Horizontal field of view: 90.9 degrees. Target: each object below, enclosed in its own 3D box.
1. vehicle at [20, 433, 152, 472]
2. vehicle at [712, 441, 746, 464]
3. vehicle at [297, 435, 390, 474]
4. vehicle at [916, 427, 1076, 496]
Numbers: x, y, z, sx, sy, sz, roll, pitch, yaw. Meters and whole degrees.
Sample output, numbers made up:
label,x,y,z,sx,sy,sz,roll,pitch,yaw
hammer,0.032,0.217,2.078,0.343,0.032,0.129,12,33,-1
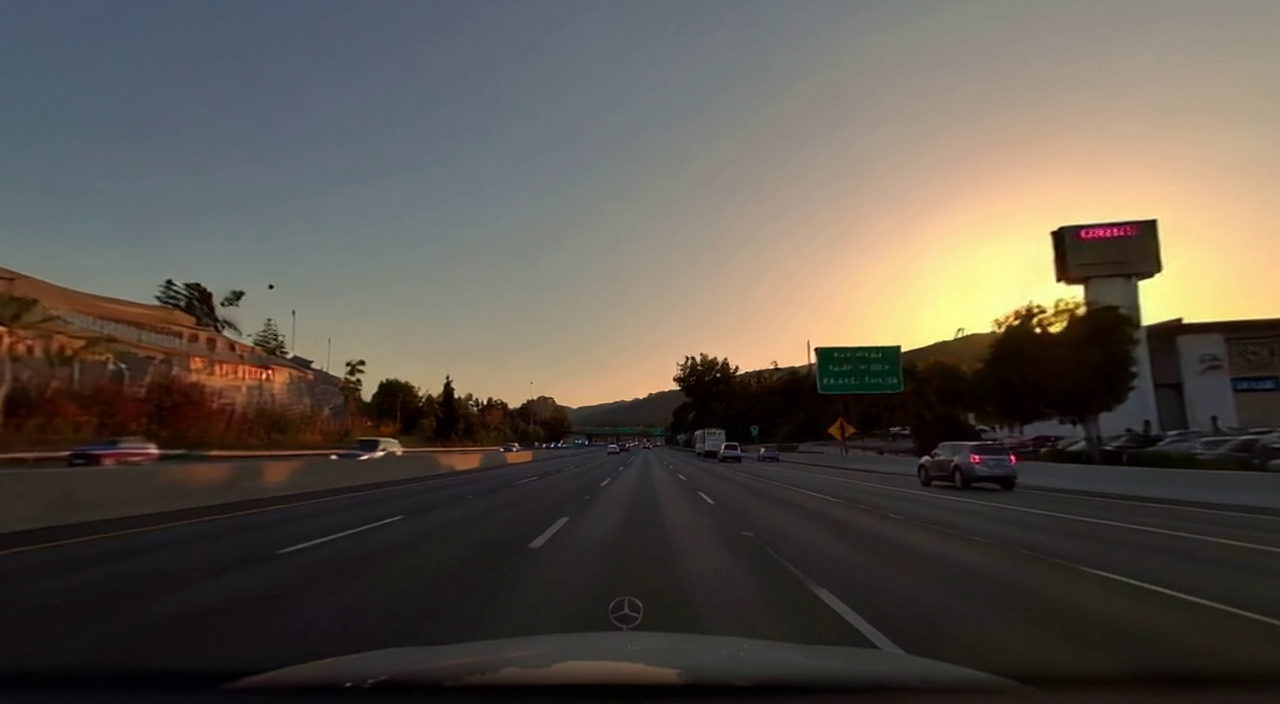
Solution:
label,x,y,z,sx,sy,sz,roll,pitch,yaw
vehicle,-25.843,4.687,29.683,1.949,1.676,4.578,0,-8,1
vehicle,6.996,7.951,49.971,2.064,1.681,4.287,0,-8,-1
vehicle,-12.518,4.349,26.930,1.827,1.495,4.213,0,-8,1
vehicle,10.778,3.329,19.625,2.168,1.861,4.678,0,-8,0
